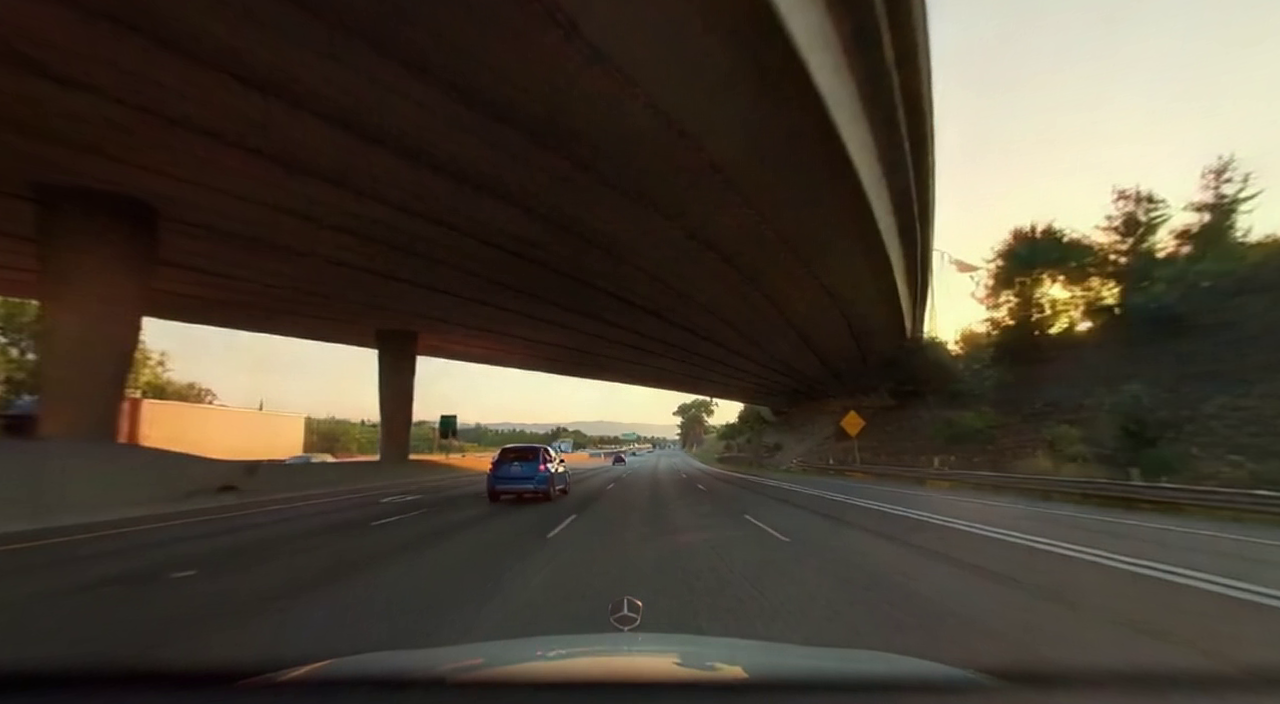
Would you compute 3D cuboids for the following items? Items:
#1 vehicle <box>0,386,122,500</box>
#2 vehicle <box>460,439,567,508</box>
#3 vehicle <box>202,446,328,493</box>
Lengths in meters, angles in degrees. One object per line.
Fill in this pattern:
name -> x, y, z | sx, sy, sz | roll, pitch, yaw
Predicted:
vehicle -> -23.012, 3.457, 24.042 | 2.979, 3.977, 3.790 | 0, -9, 1
vehicle -> -3.286, 3.251, 17.329 | 2.016, 1.623, 4.126 | 0, -9, 1
vehicle -> -14.955, 4.666, 25.582 | 2.011, 1.695, 4.820 | 0, -9, 2
